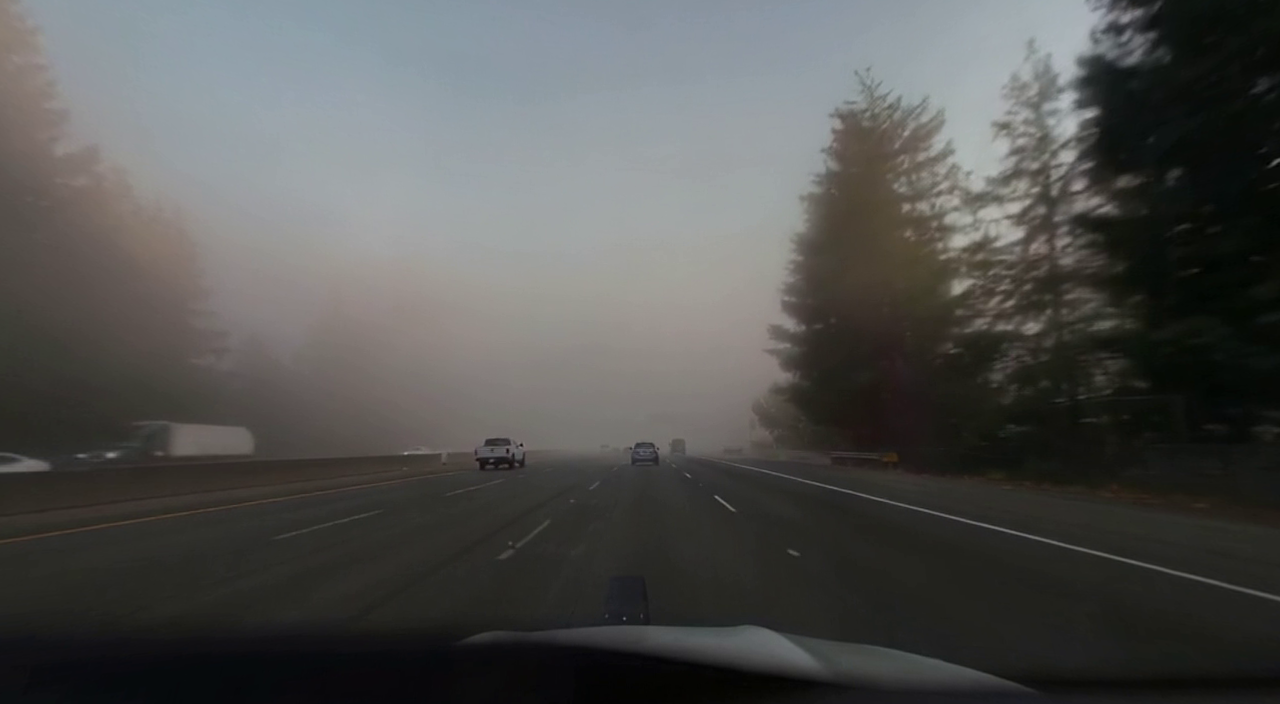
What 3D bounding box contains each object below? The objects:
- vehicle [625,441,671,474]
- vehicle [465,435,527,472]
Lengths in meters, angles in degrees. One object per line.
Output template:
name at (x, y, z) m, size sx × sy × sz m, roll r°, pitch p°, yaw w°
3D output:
vehicle at (0.344, 5.170, 31.204) m, size 2.112 × 1.482 × 4.082 m, roll 0°, pitch -8°, yaw 0°
vehicle at (-7.455, 5.316, 33.115) m, size 2.093 × 1.789 × 4.399 m, roll 0°, pitch -8°, yaw 1°
